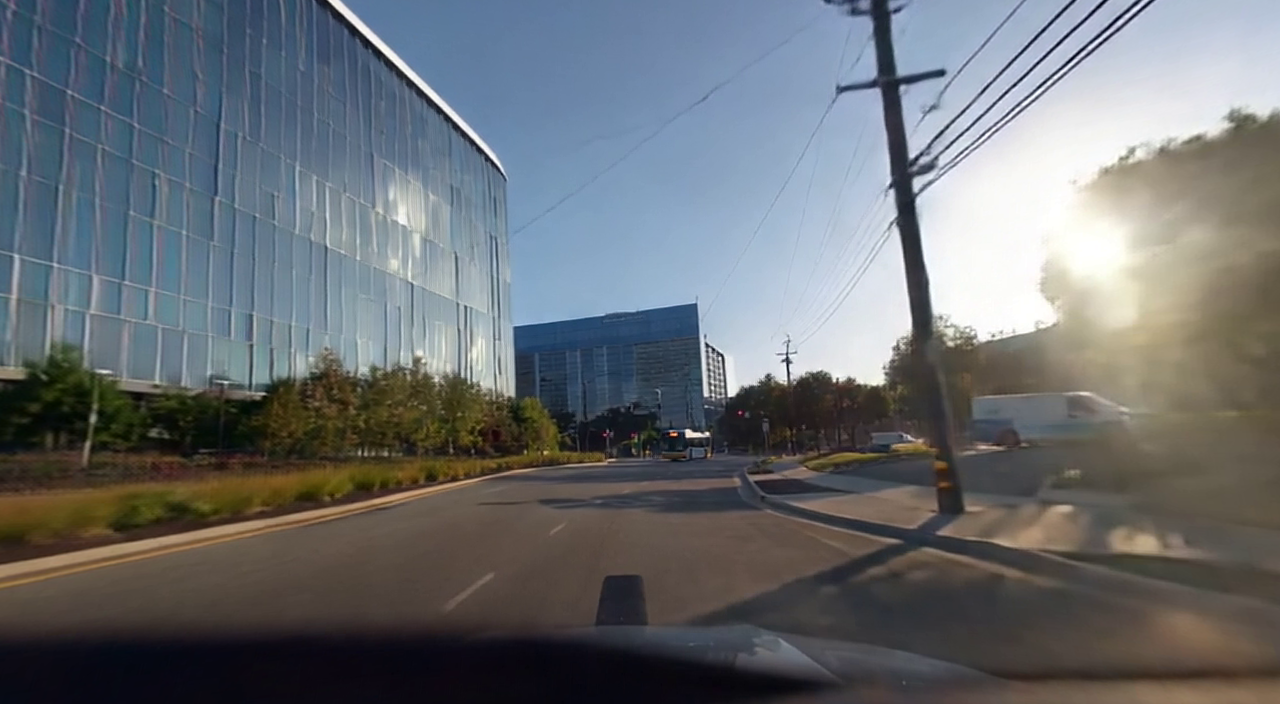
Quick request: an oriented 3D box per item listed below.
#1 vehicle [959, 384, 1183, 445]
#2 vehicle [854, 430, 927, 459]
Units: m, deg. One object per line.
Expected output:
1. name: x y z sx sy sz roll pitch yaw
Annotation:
1. vehicle: 14.368 2.173 21.420 5.745 1.902 2.244 -1 -9 9
2. vehicle: 18.665 6.967 47.089 4.647 1.951 2.304 -3 -10 13
